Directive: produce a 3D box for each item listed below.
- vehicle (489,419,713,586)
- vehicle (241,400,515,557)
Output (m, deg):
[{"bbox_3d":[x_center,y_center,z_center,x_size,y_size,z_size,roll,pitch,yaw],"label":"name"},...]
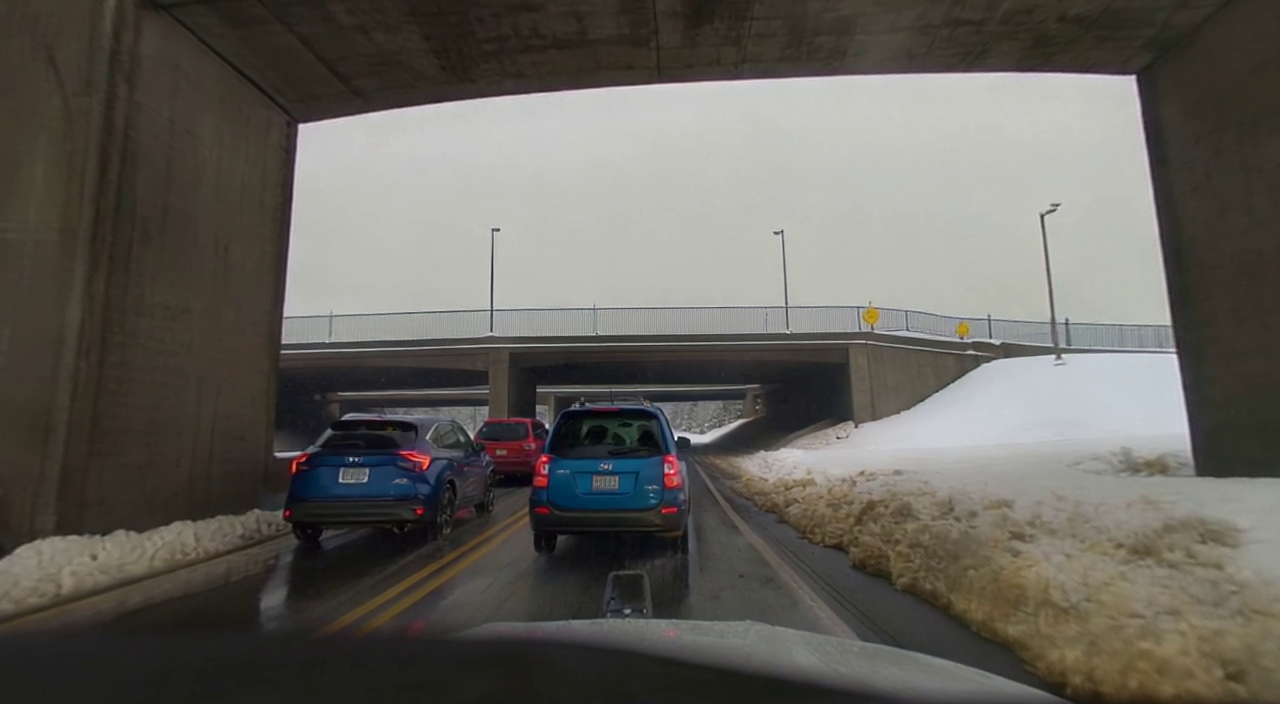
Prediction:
[{"bbox_3d":[-0.267,1.661,7.789,2.020,1.478,4.092,-1,-8,3],"label":"vehicle"},{"bbox_3d":[-3.438,1.776,9.489,2.017,1.761,4.572,-1,-8,2],"label":"vehicle"}]
